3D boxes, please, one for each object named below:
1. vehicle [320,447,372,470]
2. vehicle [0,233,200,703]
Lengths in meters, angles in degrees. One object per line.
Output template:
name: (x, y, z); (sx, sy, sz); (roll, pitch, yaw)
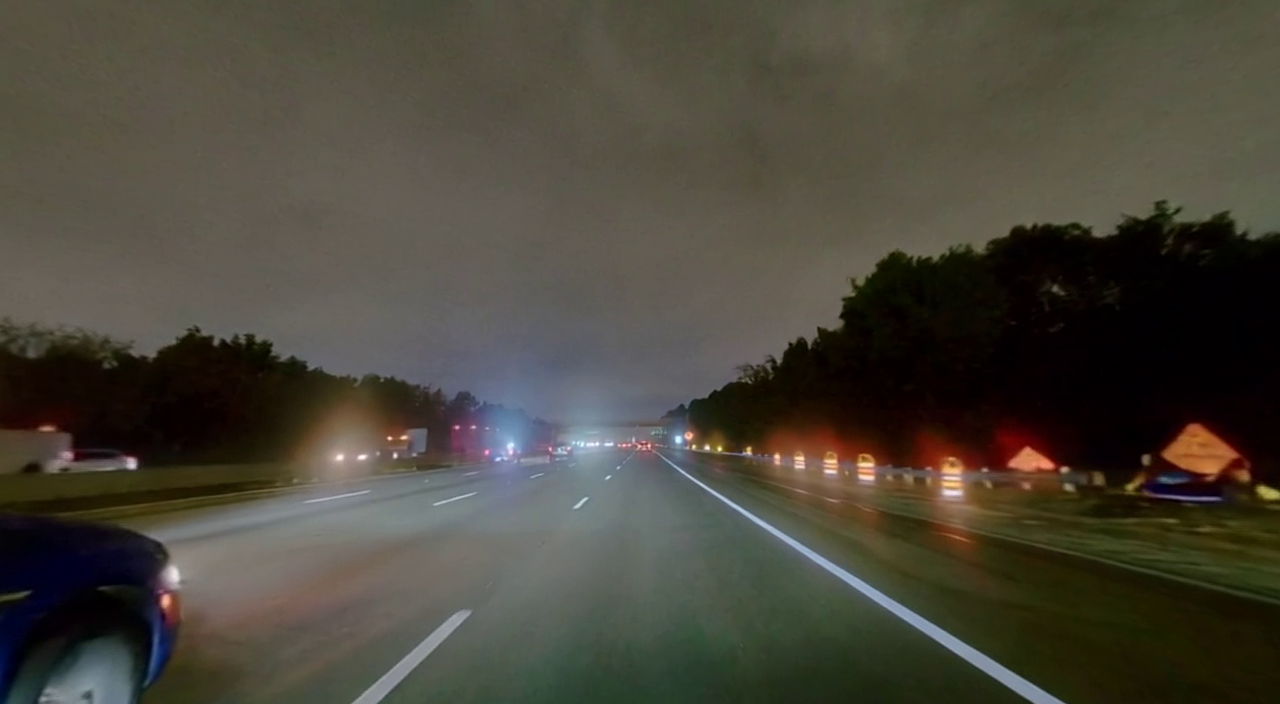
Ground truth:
vehicle: (-19.275, 6.989, 41.497); (1.611, 1.444, 3.667); (0, -9, 1)
vehicle: (-3.482, 0.271, 0.139); (2.366, 1.998, 6.033); (0, -9, 0)
